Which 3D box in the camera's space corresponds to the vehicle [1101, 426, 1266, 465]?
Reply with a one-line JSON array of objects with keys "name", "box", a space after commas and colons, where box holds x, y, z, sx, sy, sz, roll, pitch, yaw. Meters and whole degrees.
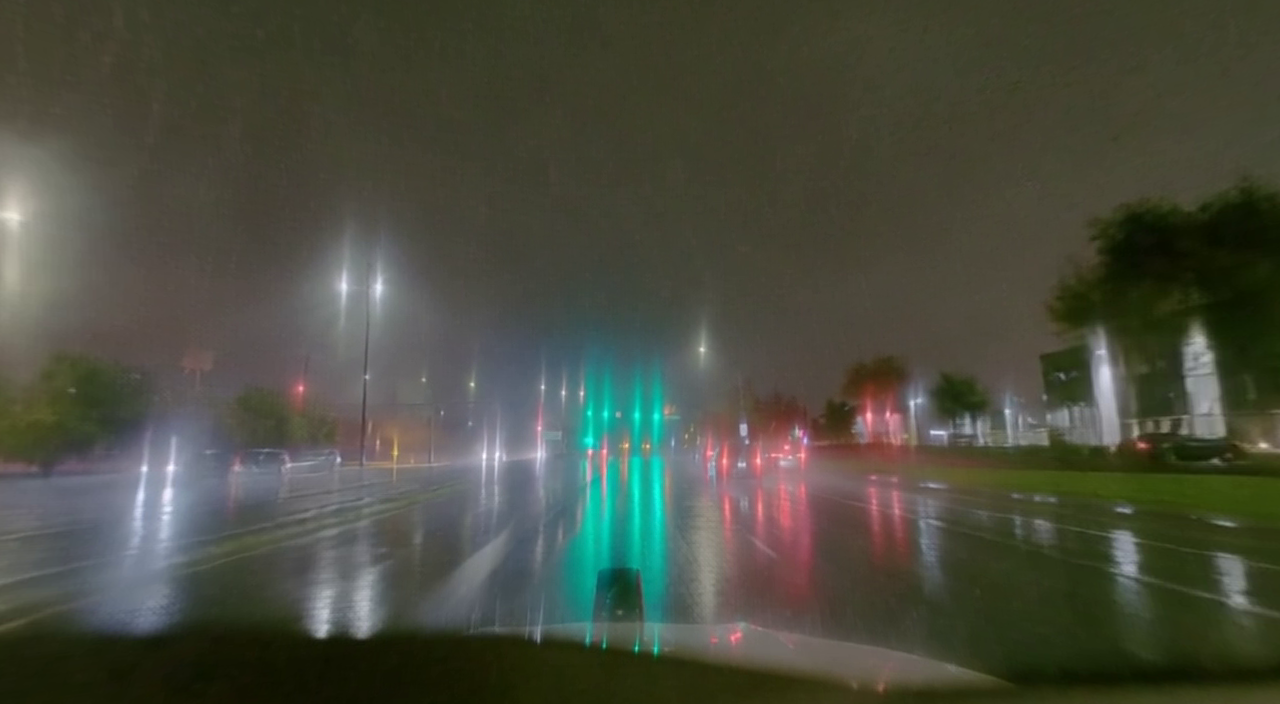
[{"name": "vehicle", "box": [21.850, 3.790, 25.551, 4.748, 1.451, 2.089, 0, -9, -1]}]

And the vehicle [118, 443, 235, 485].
[{"name": "vehicle", "box": [-22.374, 5.387, 30.804, 2.139, 1.833, 4.686, 0, -8, 0]}]

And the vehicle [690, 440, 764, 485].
[{"name": "vehicle", "box": [3.054, 3.975, 23.065, 1.966, 1.449, 4.290, 0, -8, -2]}]

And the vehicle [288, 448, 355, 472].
[{"name": "vehicle", "box": [-22.419, 7.616, 44.776, 2.098, 1.510, 5.072, 0, -8, 0]}]

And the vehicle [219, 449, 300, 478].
[{"name": "vehicle", "box": [-22.413, 6.560, 37.436, 1.865, 1.507, 4.631, 0, -8, 0]}]

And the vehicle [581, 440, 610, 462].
[{"name": "vehicle", "box": [-3.472, 7.770, 49.835, 1.935, 1.617, 4.045, 0, -8, 0]}]
